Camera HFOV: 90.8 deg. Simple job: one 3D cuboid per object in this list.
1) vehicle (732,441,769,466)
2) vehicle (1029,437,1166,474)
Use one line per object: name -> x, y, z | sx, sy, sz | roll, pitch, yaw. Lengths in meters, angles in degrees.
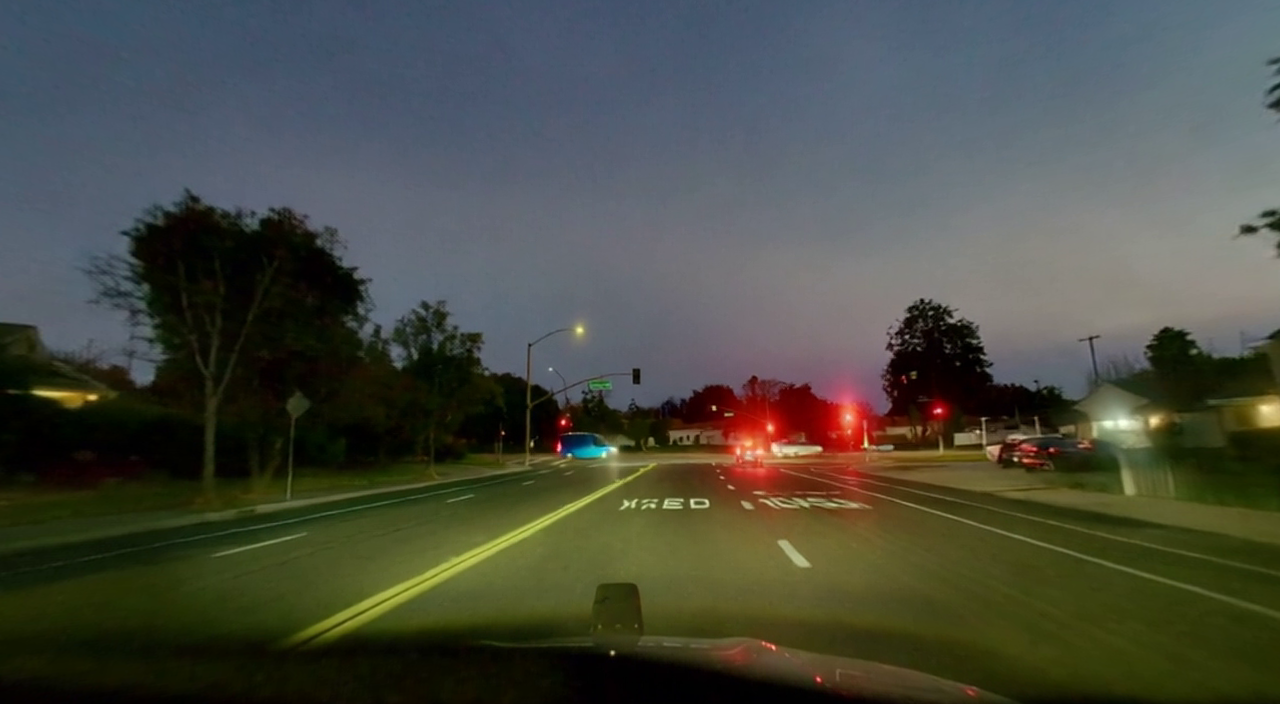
vehicle -> 7.112, 6.592, 41.146 | 1.947, 1.485, 4.336 | -1, -9, 5
vehicle -> 18.814, 4.262, 26.168 | 4.104, 1.449, 1.896 | -1, -9, 5
